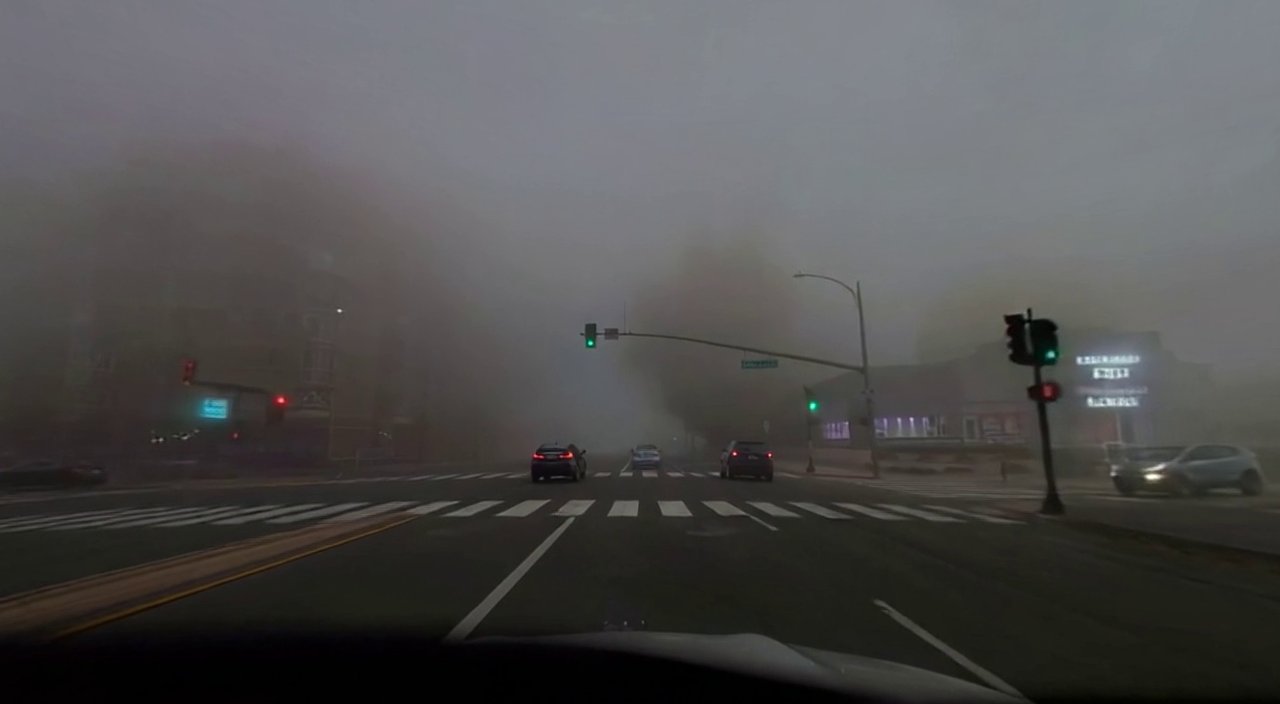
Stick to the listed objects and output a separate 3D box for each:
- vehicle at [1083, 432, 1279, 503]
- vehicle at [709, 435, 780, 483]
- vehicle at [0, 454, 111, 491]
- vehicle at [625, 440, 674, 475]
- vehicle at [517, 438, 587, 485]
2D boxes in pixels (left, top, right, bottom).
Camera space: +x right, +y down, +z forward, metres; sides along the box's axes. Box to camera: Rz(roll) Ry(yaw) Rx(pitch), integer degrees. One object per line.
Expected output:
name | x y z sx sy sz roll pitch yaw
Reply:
vehicle | 15.676 3.192 17.662 4.921 1.841 1.957 0 -9 1
vehicle | 3.806 3.965 23.588 1.987 1.637 3.896 0 -9 0
vehicle | -26.580 5.279 27.780 4.604 1.491 2.125 0 -9 0
vehicle | 0.422 4.873 29.334 2.103 1.468 4.094 0 -9 0
vehicle | -3.057 3.896 22.650 1.860 1.510 4.073 0 -9 1
